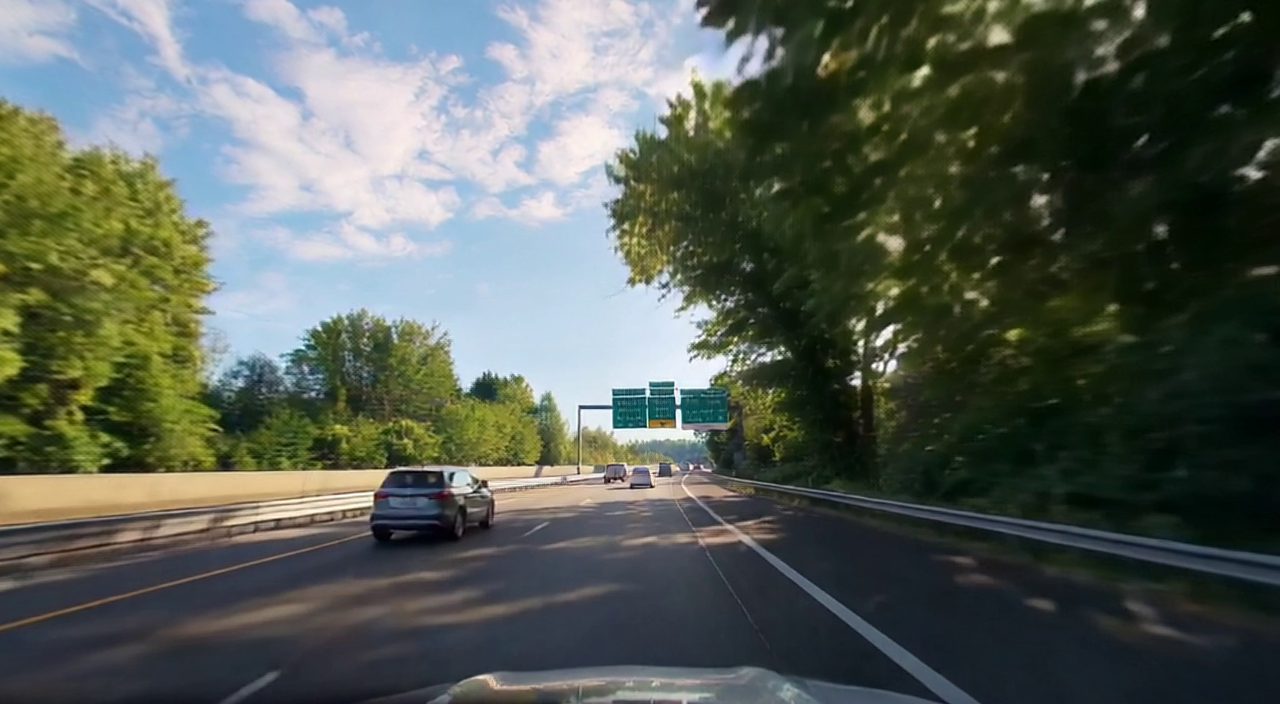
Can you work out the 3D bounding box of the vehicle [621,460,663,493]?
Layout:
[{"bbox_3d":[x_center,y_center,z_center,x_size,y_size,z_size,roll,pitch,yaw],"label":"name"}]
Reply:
[{"bbox_3d":[0.181,6.705,34.015,2.000,1.594,3.996,1,-10,4],"label":"vehicle"}]

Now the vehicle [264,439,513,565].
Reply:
[{"bbox_3d":[-3.734,2.376,10.548,2.063,1.556,4.740,1,-10,2],"label":"vehicle"}]
